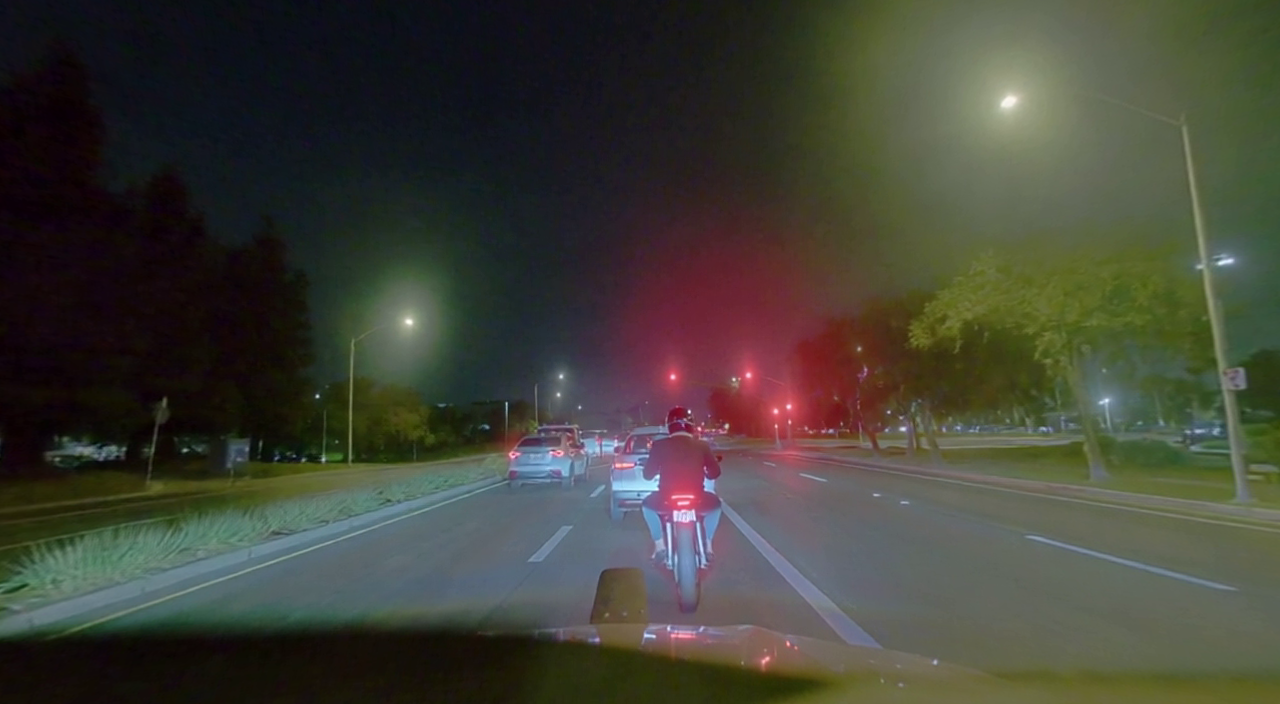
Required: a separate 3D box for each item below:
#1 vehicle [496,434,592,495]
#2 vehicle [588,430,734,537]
[{"bbox_3d":[-2.535,3.082,17.628,1.979,1.499,3.840,-1,-8,2],"label":"vehicle"},{"bbox_3d":[0.370,2.151,11.061,2.009,1.450,4.608,-1,-8,2],"label":"vehicle"}]
